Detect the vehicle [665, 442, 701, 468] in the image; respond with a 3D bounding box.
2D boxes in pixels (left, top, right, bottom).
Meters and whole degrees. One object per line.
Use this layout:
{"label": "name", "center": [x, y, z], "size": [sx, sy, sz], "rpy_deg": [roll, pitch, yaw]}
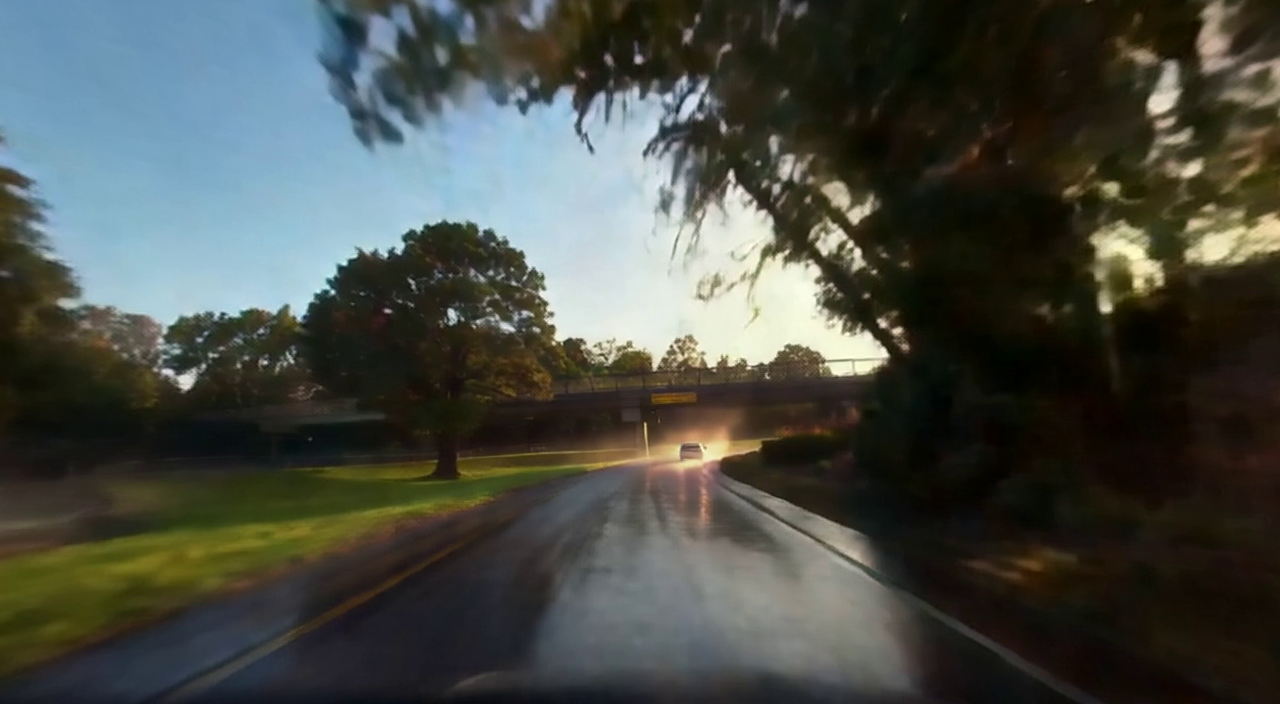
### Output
{"label": "vehicle", "center": [2.605, 6.056, 37.082], "size": [1.980, 1.449, 3.650], "rpy_deg": [-1, -9, 5]}
